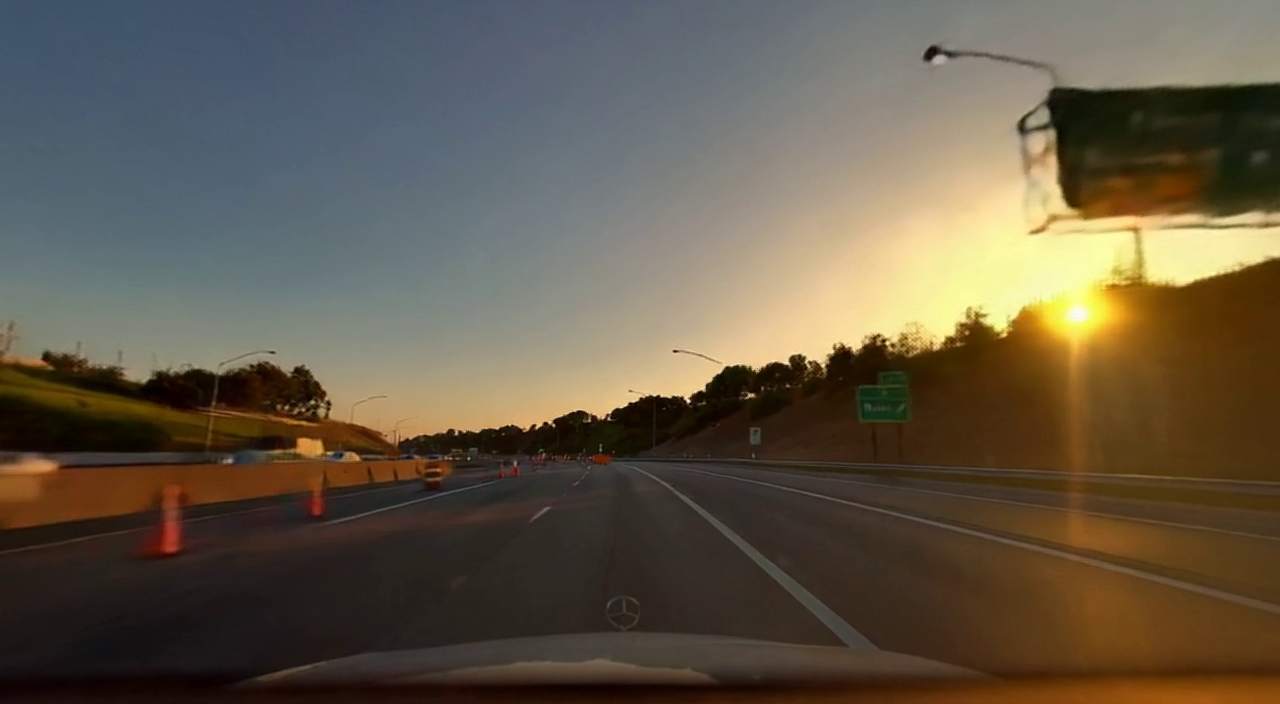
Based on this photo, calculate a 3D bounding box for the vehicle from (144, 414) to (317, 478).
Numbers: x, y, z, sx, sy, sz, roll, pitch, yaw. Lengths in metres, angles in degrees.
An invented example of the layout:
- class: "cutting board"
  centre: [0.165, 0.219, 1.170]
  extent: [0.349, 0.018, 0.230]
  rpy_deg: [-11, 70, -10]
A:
- class: "vehicle"
  centre: [-17.674, 4.348, 27.970]
  extent: [2.750, 2.474, 7.300]
  rpy_deg: [0, -11, 0]
